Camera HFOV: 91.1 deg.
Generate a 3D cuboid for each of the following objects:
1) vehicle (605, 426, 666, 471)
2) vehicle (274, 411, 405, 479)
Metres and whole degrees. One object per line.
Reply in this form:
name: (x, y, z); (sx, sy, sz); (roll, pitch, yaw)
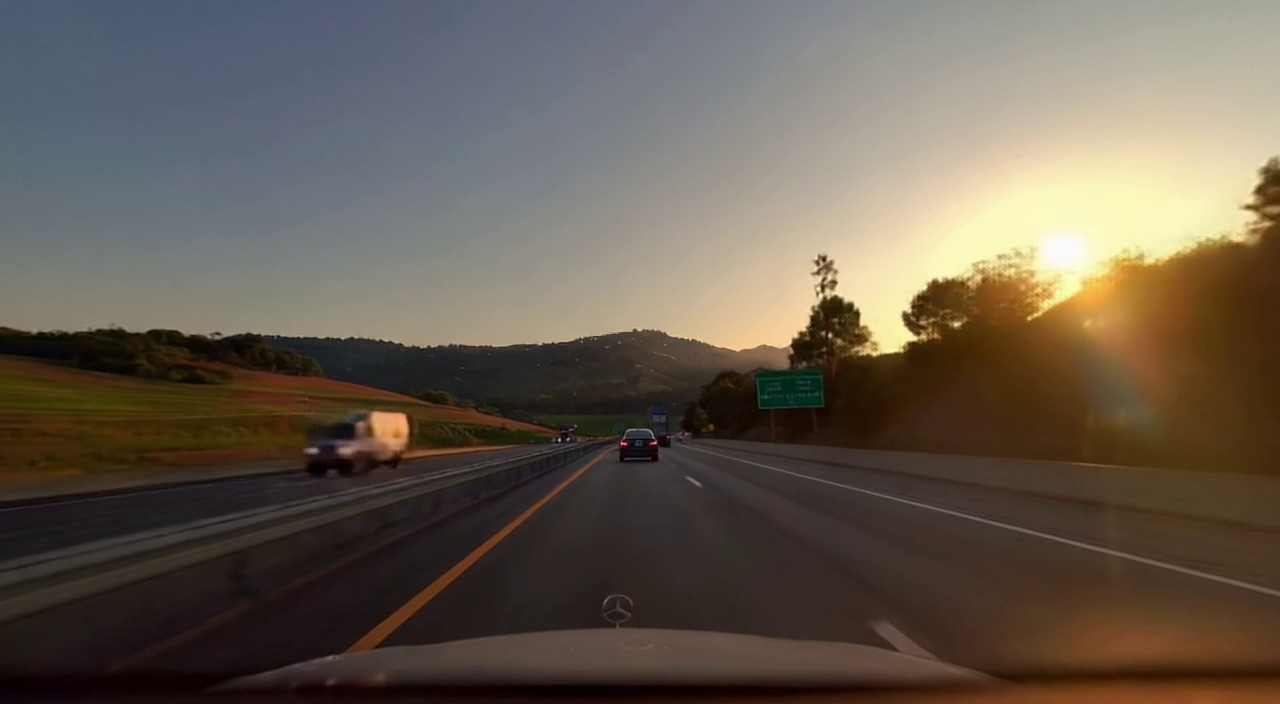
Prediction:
vehicle: (-0.194, 3.826, 25.089); (2.216, 1.623, 4.220); (0, -8, -1)
vehicle: (-12.404, 3.895, 26.660); (2.566, 2.551, 6.084); (0, -8, -1)
